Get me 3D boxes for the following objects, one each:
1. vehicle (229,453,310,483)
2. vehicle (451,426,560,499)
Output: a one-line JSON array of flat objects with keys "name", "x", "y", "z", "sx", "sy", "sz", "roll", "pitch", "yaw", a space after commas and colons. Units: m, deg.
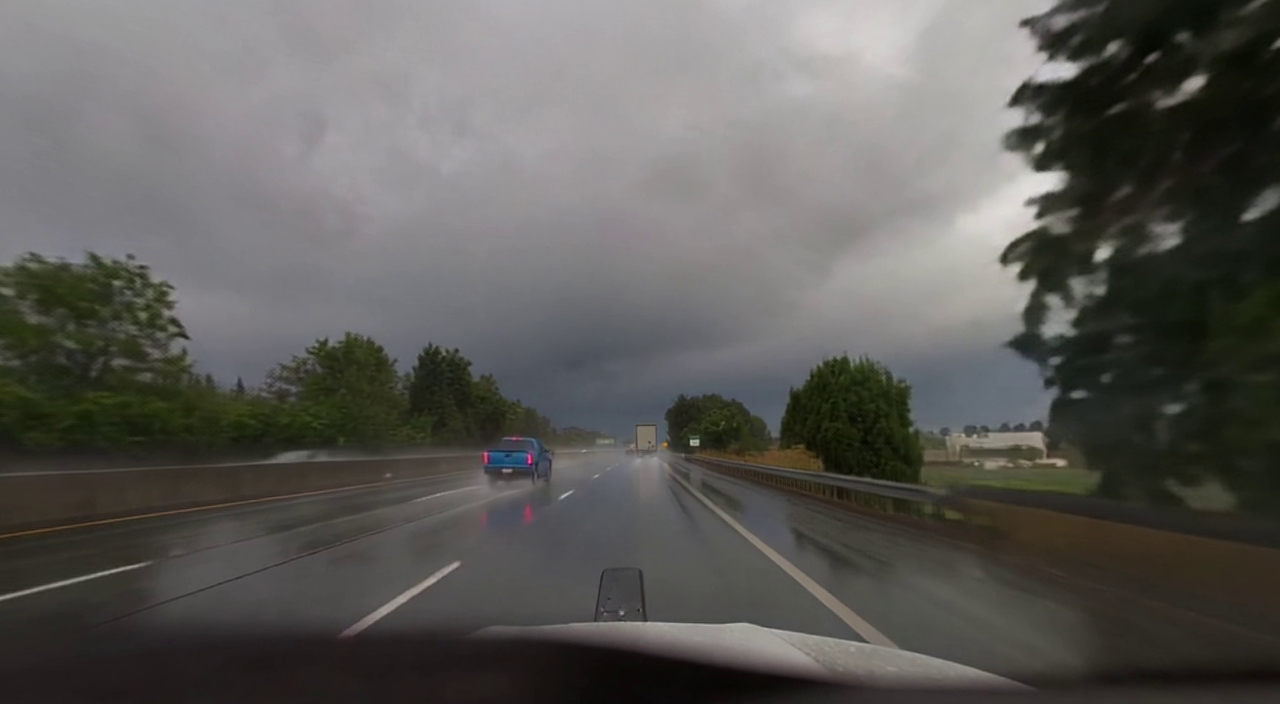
[{"name": "vehicle", "x": -20.164, "y": 6.319, "z": 34.556, "sx": 1.810, "sy": 1.467, "sz": 4.286, "roll": -1, "pitch": -9, "yaw": 0}, {"name": "vehicle", "x": -3.897, "y": 3.336, "z": 19.367, "sx": 2.124, "sy": 1.888, "sz": 5.226, "roll": 0, "pitch": -9, "yaw": 1}]
